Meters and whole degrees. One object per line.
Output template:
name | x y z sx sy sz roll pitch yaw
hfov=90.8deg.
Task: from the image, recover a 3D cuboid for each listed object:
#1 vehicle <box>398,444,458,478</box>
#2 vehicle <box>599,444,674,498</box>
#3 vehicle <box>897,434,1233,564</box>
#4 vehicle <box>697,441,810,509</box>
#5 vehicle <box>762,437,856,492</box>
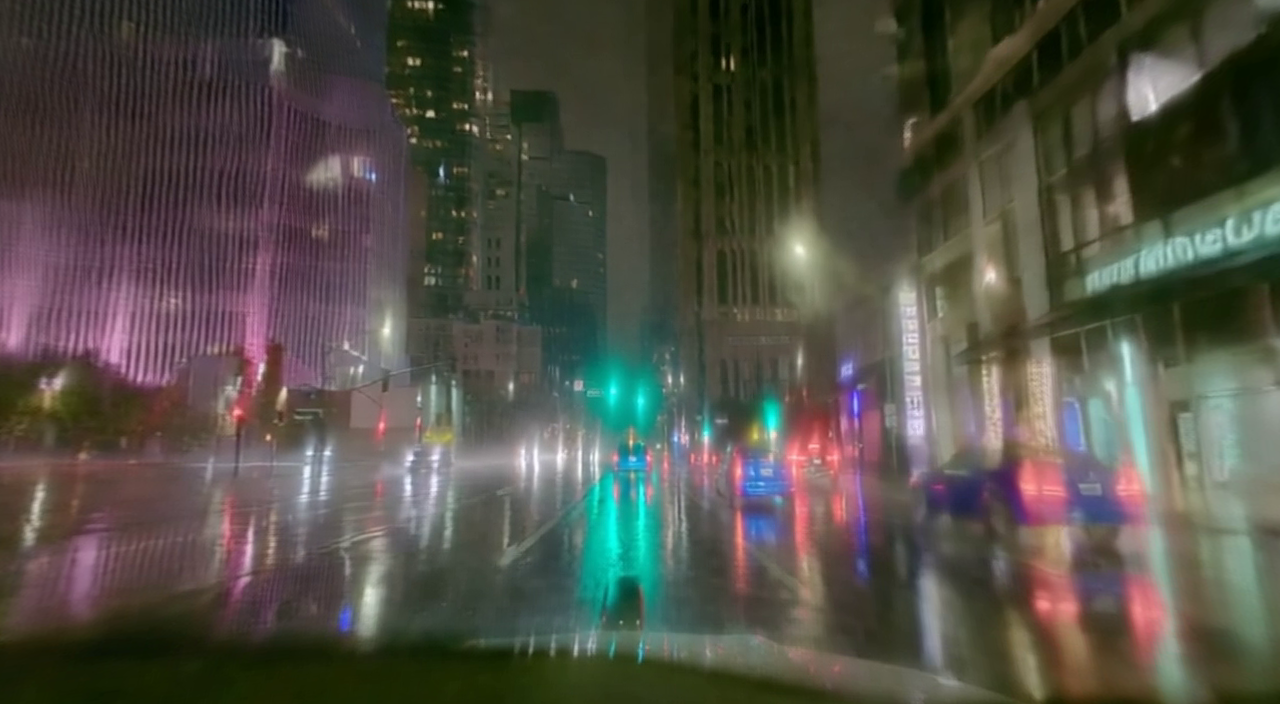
vehicle | -12.252 6.308 36.887 1.861 1.780 4.814 -1 -9 0
vehicle | -0.155 3.669 19.926 2.096 1.457 4.160 -1 -9 -1
vehicle | 6.016 2.096 9.874 1.914 1.484 4.639 -1 -9 -2
vehicle | 2.758 3.104 16.489 1.987 1.484 4.427 -1 -9 -2
vehicle | 6.008 4.048 23.104 2.015 1.745 4.444 -1 -9 -2
